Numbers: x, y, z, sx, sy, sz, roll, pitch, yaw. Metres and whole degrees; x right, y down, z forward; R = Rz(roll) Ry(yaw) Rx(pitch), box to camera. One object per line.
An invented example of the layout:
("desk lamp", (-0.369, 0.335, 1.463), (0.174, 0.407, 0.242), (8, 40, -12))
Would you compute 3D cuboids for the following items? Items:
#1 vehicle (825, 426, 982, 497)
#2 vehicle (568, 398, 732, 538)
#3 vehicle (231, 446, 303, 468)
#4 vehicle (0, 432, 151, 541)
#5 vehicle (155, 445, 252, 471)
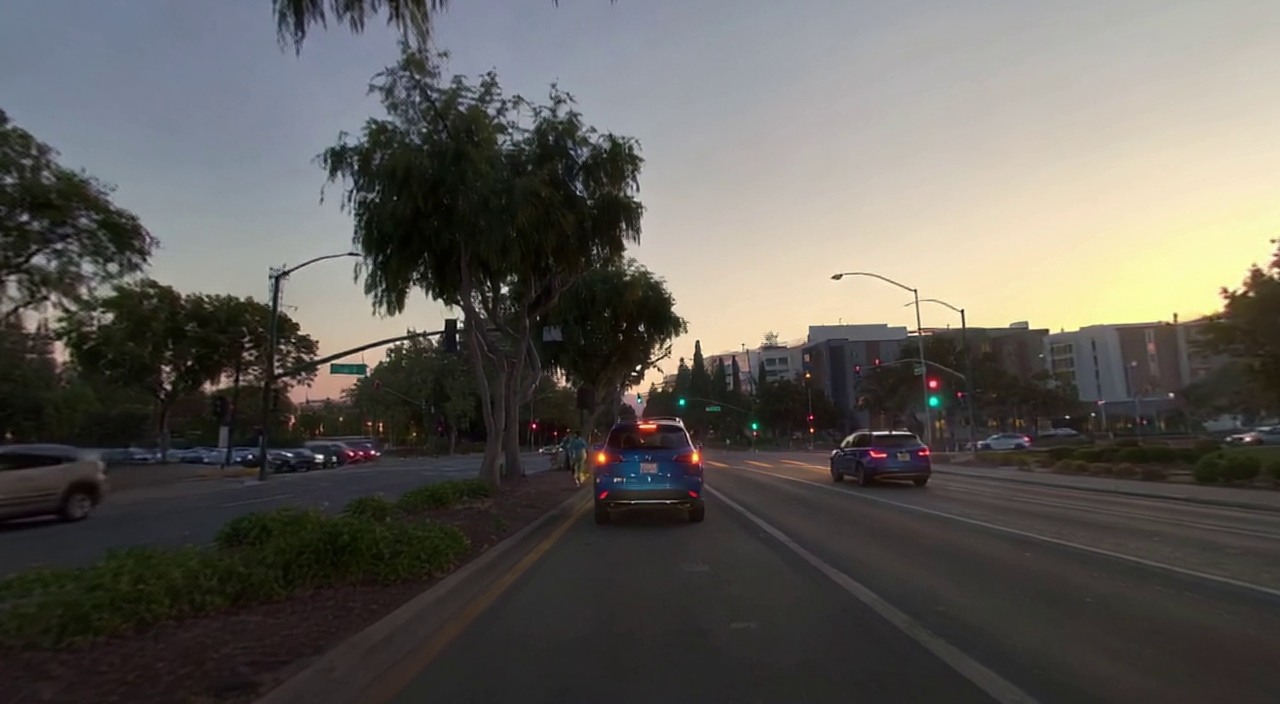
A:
("vehicle", (7.056, 2.991, 17.612), (2.447, 1.707, 4.396), (0, -9, 0))
("vehicle", (0.213, 1.957, 11.205), (2.267, 1.926, 4.708), (0, -9, 2))
("vehicle", (-27.634, 7.755, 46.922), (4.100, 1.567, 1.868), (0, -9, 1))
("vehicle", (-10.843, 2.163, 10.380), (2.209, 1.627, 4.582), (1, -9, -5))
("vehicle", (-30.245, 7.329, 43.936), (5.244, 1.715, 1.950), (0, -9, 1))
